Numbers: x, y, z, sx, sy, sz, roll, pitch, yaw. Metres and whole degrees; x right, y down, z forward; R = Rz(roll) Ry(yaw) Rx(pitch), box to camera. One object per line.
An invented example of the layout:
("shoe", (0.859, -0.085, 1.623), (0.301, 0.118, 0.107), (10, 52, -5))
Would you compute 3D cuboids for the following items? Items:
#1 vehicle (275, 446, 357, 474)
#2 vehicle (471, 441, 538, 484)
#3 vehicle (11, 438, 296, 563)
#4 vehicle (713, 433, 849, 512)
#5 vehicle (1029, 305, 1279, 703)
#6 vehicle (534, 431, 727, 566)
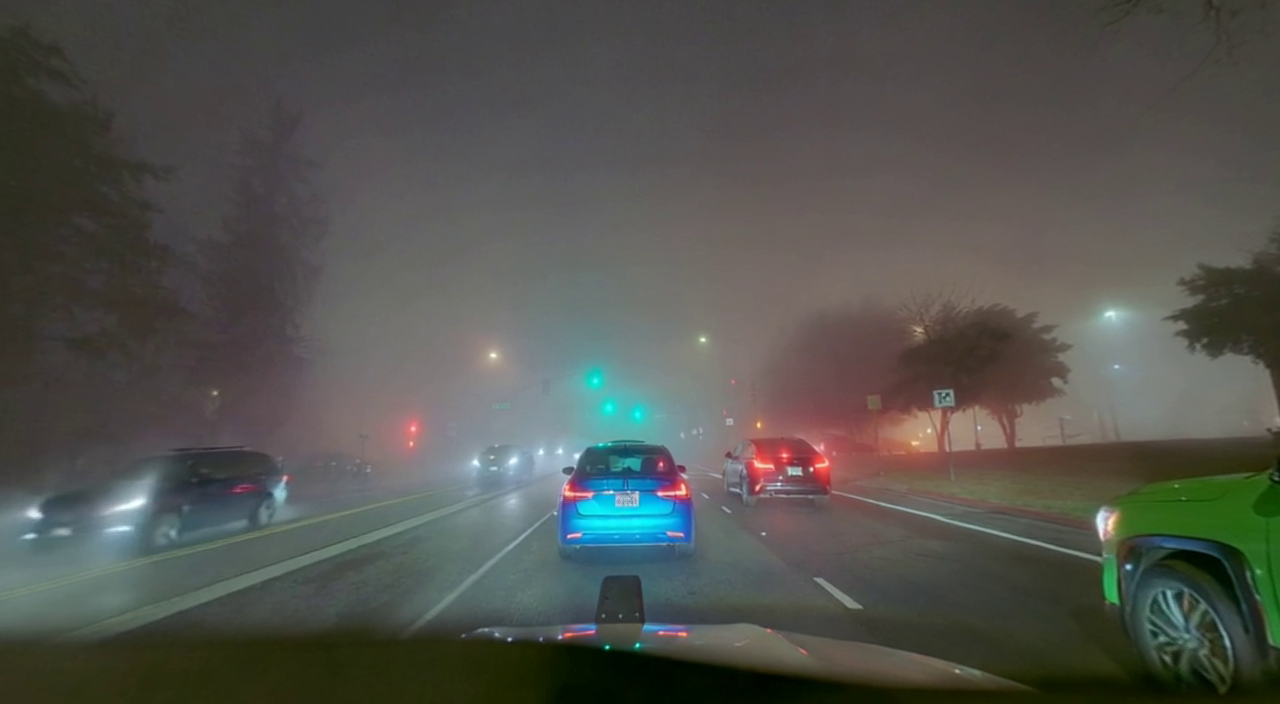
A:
("vehicle", (-19.859, 6.638, 38.798), (3.957, 1.630, 1.881), (0, -8, -1))
("vehicle", (-5.739, 4.718, 27.366), (2.058, 1.695, 4.319), (0, -8, -2))
("vehicle", (-8.270, 2.481, 11.391), (1.996, 1.680, 4.203), (-2, -8, -4))
("vehicle", (3.004, 2.667, 14.529), (1.971, 1.517, 4.521), (0, -8, -1))
("vehicle", (3.357, 0.597, 1.511), (2.006, 1.766, 4.345), (0, -8, -1))
("vehicle", (-0.148, 1.973, 9.298), (2.186, 1.500, 4.141), (0, -8, -1))
